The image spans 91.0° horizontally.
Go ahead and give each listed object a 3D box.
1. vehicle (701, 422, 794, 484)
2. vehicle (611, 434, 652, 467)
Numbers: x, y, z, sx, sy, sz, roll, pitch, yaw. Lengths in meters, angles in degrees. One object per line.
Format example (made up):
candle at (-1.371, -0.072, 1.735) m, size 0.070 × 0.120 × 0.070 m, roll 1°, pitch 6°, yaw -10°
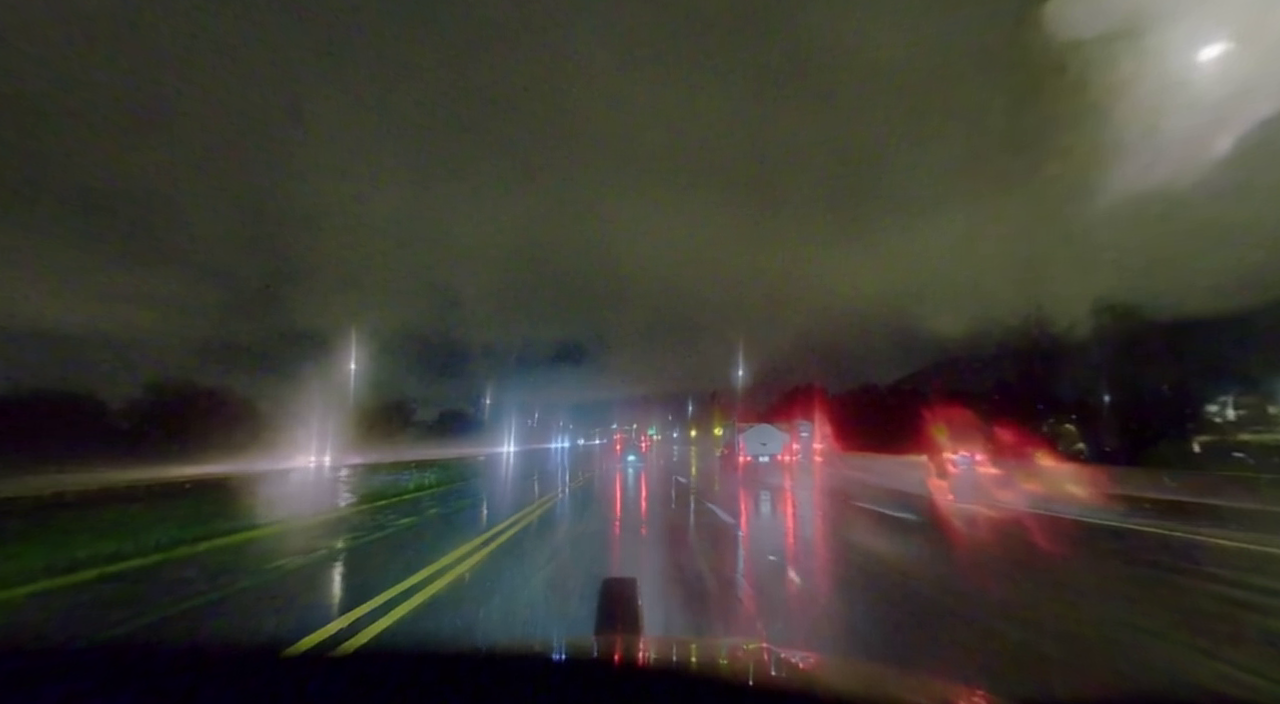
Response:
vehicle at (3.449, 3.396, 21.251) m, size 2.269 × 1.839 × 4.554 m, roll 0°, pitch -9°, yaw -1°
vehicle at (-0.434, 5.442, 34.745) m, size 2.142 × 1.664 × 4.076 m, roll 0°, pitch -9°, yaw 0°
